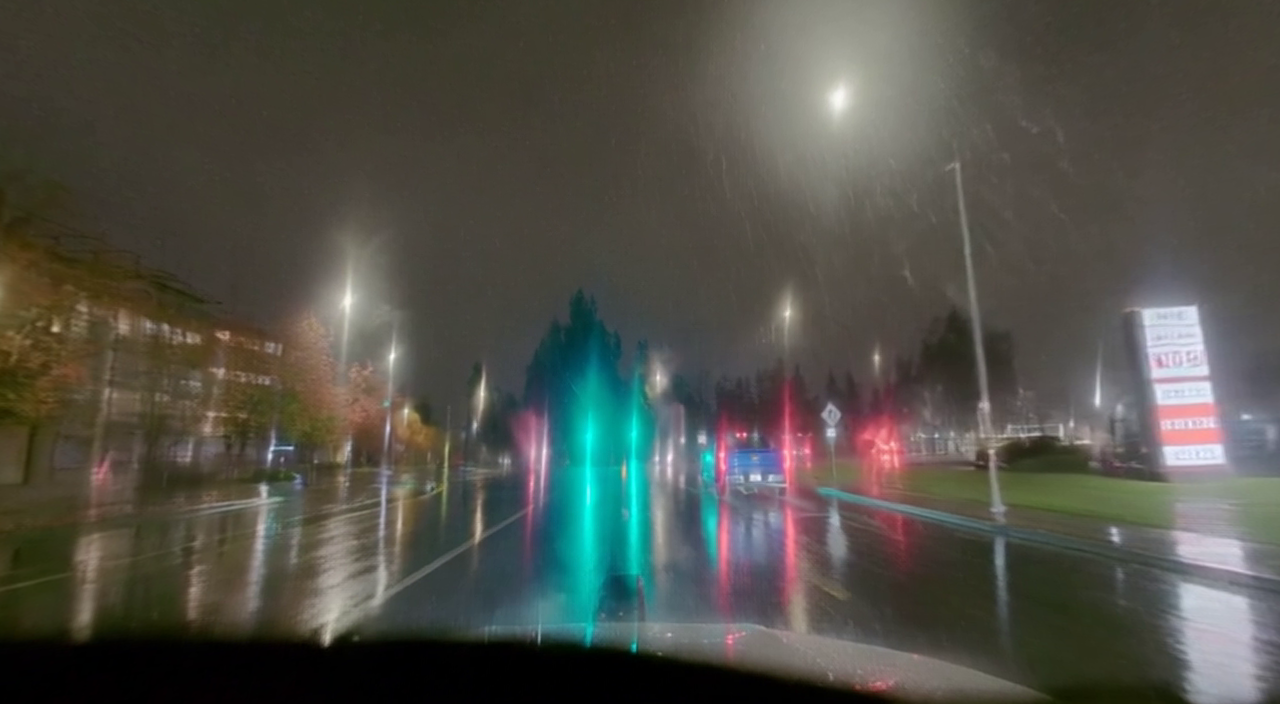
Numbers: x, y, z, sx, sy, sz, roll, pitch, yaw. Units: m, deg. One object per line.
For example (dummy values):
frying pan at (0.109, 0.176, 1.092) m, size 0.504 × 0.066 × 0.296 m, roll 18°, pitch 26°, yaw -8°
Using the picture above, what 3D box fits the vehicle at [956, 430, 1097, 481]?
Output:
vehicle at (17.217, 4.633, 28.384) m, size 4.765 × 1.678 × 2.228 m, roll -5°, pitch -3°, yaw 6°

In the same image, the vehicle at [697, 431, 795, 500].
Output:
vehicle at (3.234, 3.612, 20.687) m, size 2.402 × 1.922 × 5.677 m, roll 0°, pitch -8°, yaw 2°

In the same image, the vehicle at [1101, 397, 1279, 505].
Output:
vehicle at (15.705, 2.541, 14.842) m, size 7.551 × 2.142 × 2.896 m, roll 4°, pitch -10°, yaw -1°
